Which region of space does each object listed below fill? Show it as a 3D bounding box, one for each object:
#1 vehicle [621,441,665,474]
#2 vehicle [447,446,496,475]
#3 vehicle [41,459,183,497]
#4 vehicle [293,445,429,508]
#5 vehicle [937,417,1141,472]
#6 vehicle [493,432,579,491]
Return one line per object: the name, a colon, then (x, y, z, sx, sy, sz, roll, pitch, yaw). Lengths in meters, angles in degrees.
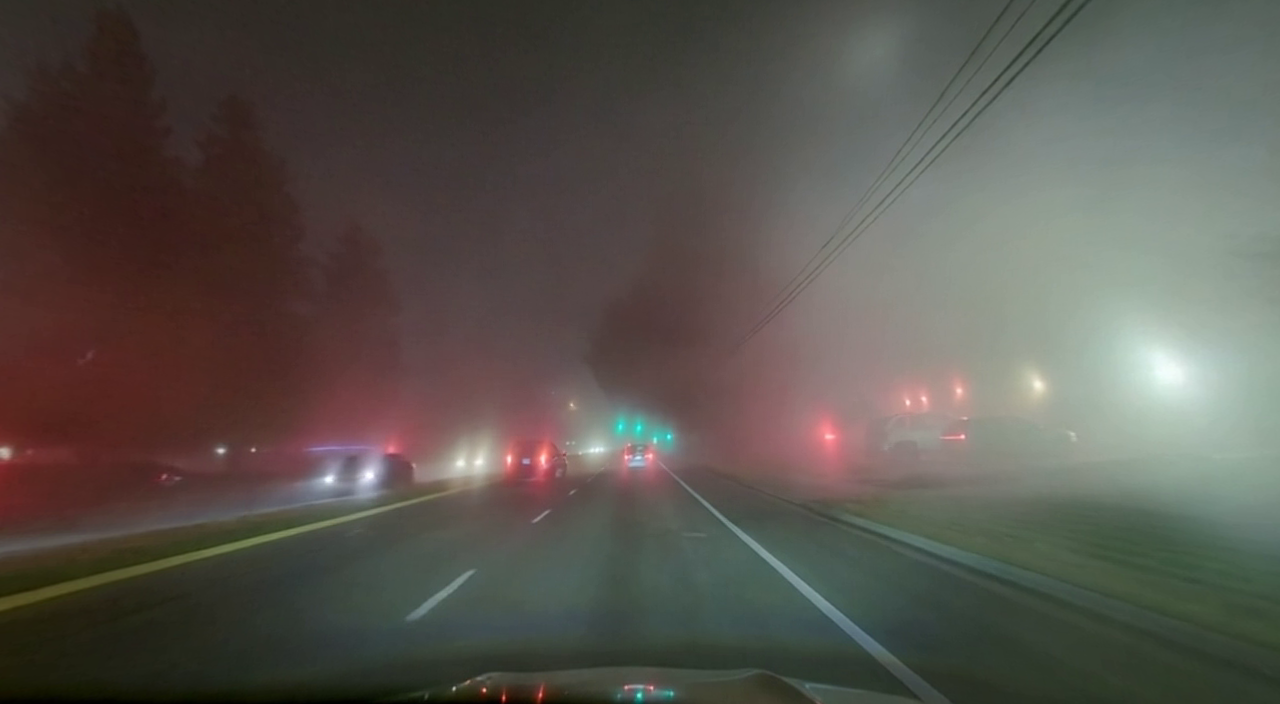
vehicle: (0.110, 5.223, 31.580, 2.062, 1.518, 3.901, 0, -8, 0)
vehicle: (-11.863, 7.628, 44.777, 2.070, 1.752, 4.629, -5, -8, 0)
vehicle: (-22.793, 5.433, 27.405, 4.370, 1.496, 1.887, 0, -8, -3)
vehicle: (-8.159, 3.640, 19.022, 1.983, 1.538, 4.575, -3, -8, 1)
vehicle: (11.326, 2.660, 18.203, 4.573, 1.461, 1.867, 0, -8, 0)
vehicle: (-3.388, 3.673, 21.583, 2.157, 1.771, 4.452, 0, -8, 0)
